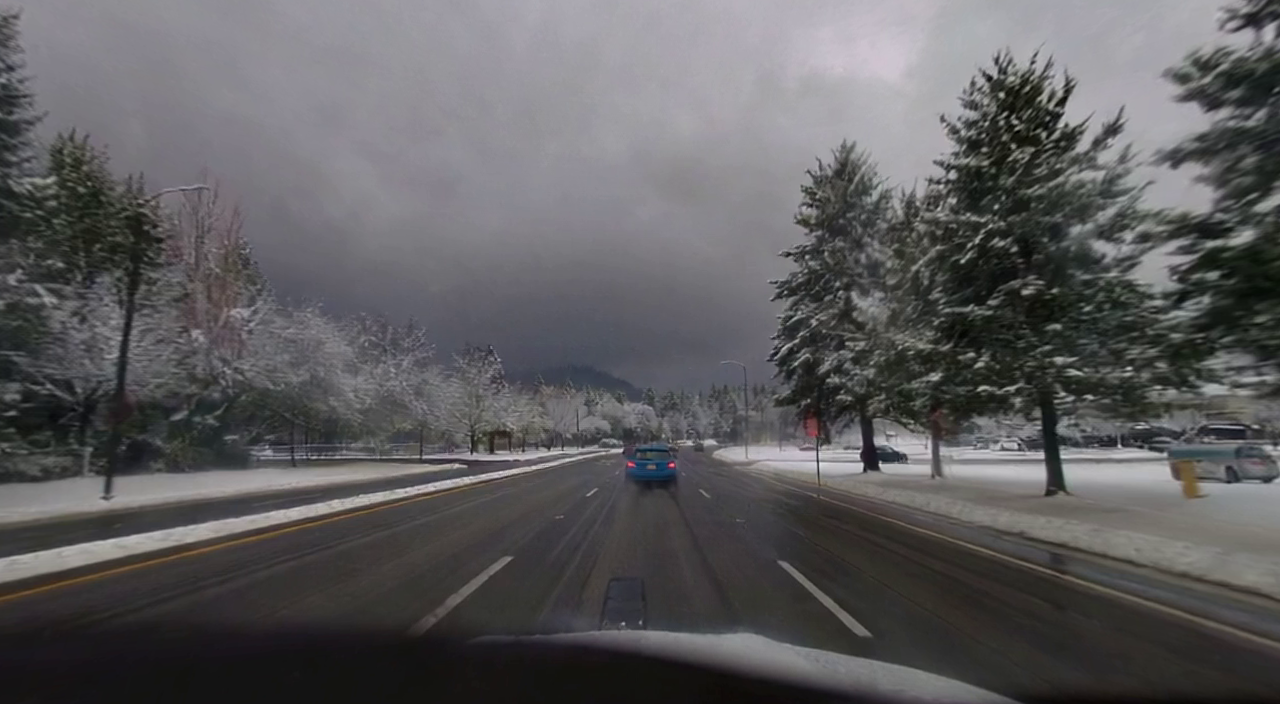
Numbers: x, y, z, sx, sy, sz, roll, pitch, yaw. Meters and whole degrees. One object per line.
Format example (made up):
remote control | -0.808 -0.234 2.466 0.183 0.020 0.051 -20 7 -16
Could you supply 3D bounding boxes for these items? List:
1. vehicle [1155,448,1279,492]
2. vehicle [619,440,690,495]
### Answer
vehicle | 23.528 4.677 25.155 4.013 1.505 1.989 -3 -8 4
vehicle | 0.417 3.575 19.836 2.010 1.535 3.735 0 -9 0
